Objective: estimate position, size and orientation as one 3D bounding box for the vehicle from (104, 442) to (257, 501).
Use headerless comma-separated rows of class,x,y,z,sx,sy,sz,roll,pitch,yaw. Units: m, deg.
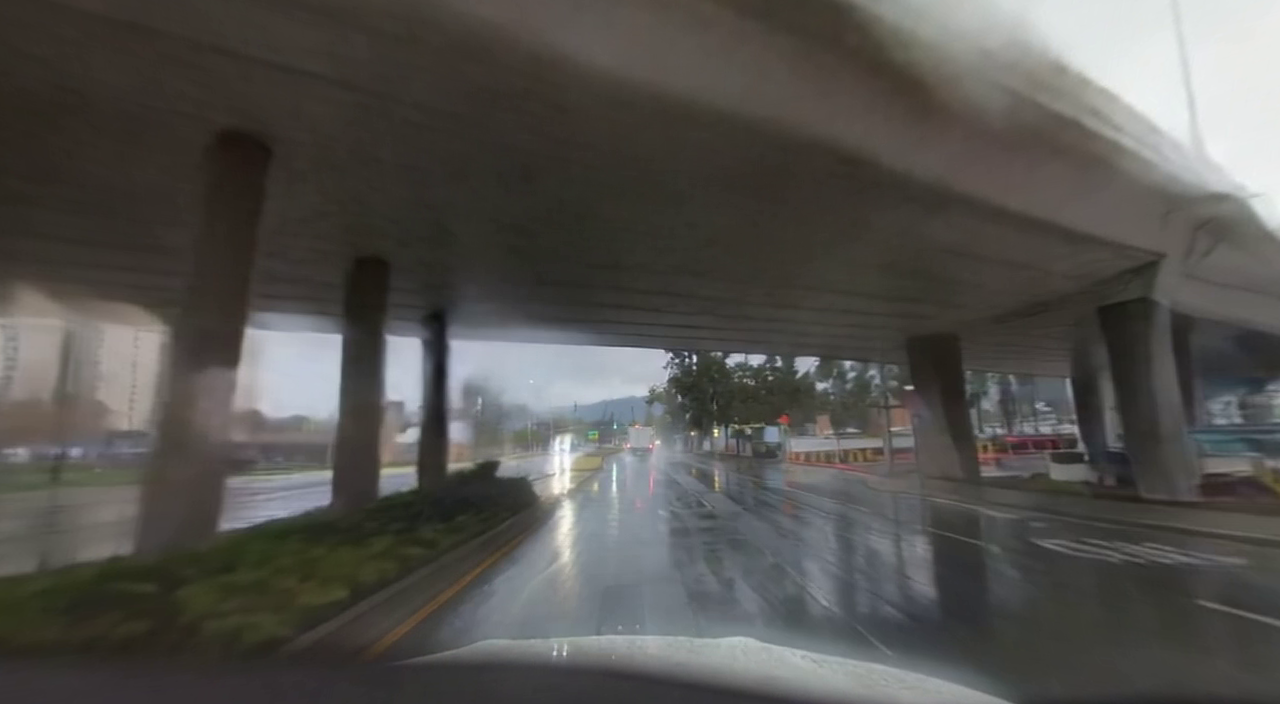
vehicle,-15.859,4.104,22.364,2.613,1.746,6.093,3,-9,-19
